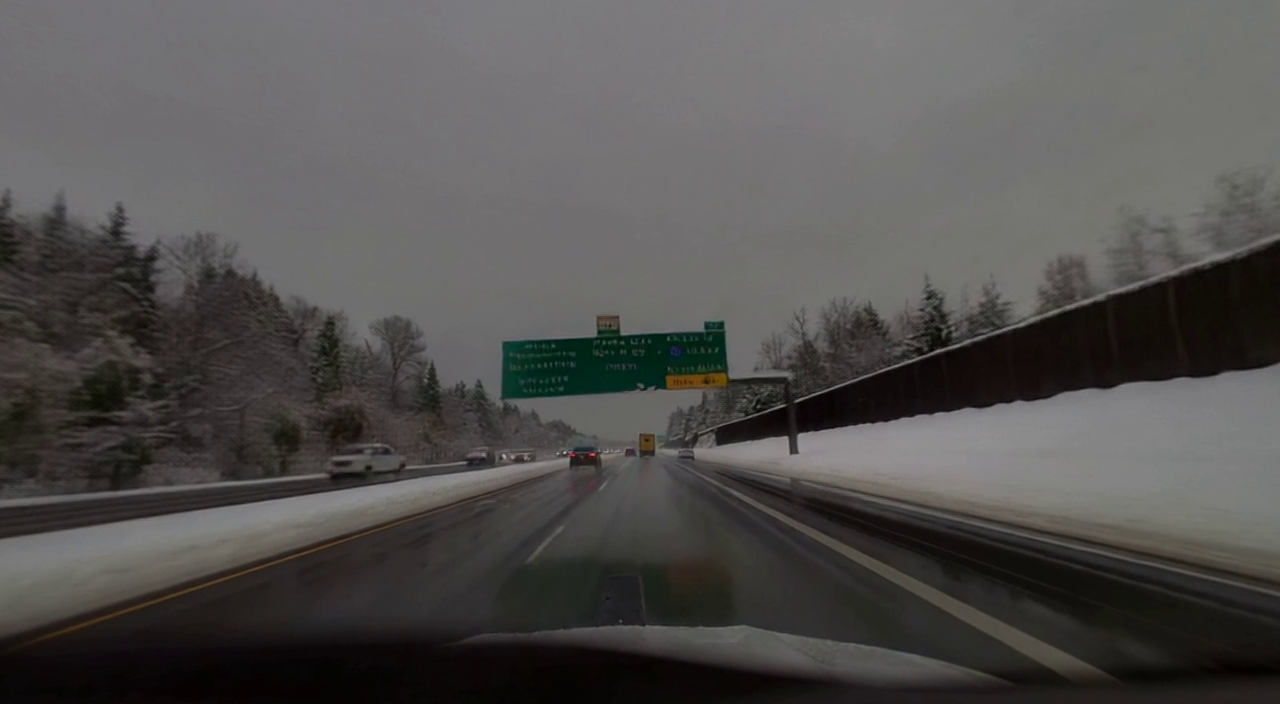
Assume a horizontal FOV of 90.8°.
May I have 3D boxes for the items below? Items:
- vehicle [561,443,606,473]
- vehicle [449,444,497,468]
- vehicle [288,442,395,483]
[{"bbox_3d":[-3.018,5.766,34.518,2.020,1.475,4.434,0,-9,1],"label":"vehicle"},{"bbox_3d":[-11.546,7.208,43.846,1.931,1.501,4.621,0,-9,2],"label":"vehicle"},{"bbox_3d":[-12.165,4.521,26.101,2.010,1.546,4.735,0,-9,1],"label":"vehicle"}]
